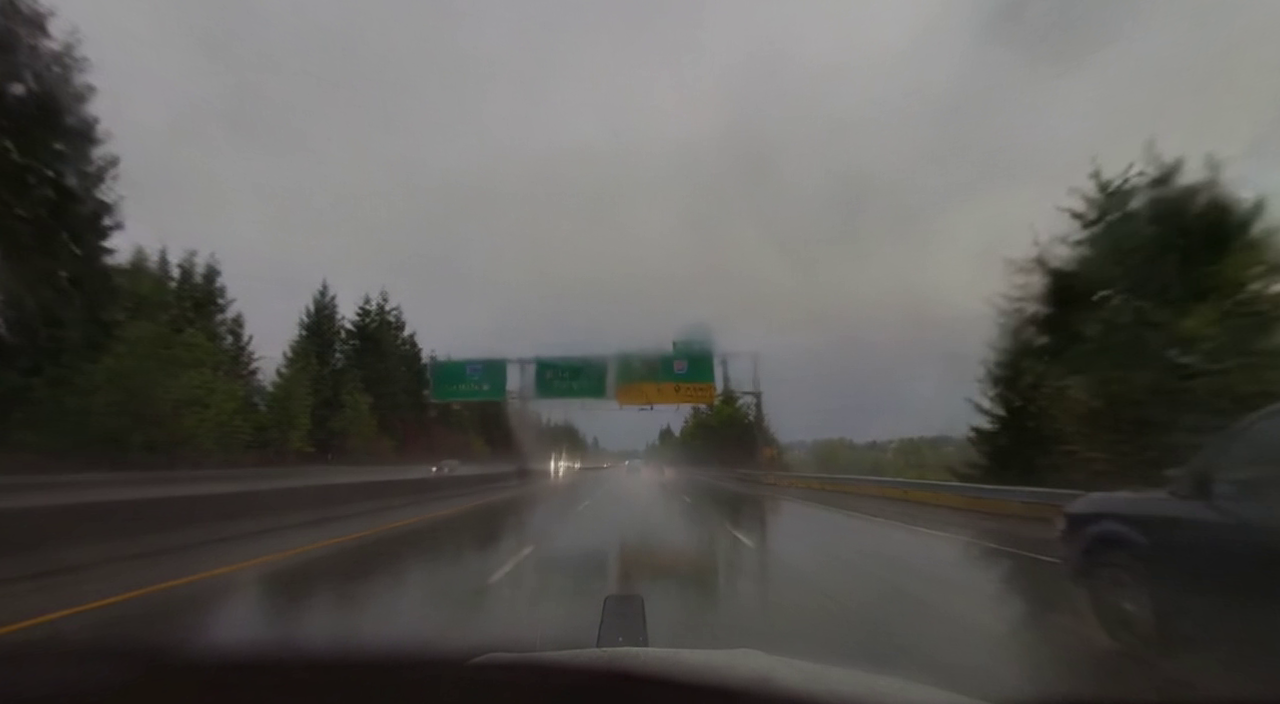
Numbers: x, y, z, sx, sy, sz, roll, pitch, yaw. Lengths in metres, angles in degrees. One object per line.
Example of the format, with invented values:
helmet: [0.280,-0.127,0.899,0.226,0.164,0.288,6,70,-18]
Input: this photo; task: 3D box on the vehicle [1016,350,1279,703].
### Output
vehicle: [4.375,0.814,2.558,2.254,1.832,5.514,1,-11,0]
